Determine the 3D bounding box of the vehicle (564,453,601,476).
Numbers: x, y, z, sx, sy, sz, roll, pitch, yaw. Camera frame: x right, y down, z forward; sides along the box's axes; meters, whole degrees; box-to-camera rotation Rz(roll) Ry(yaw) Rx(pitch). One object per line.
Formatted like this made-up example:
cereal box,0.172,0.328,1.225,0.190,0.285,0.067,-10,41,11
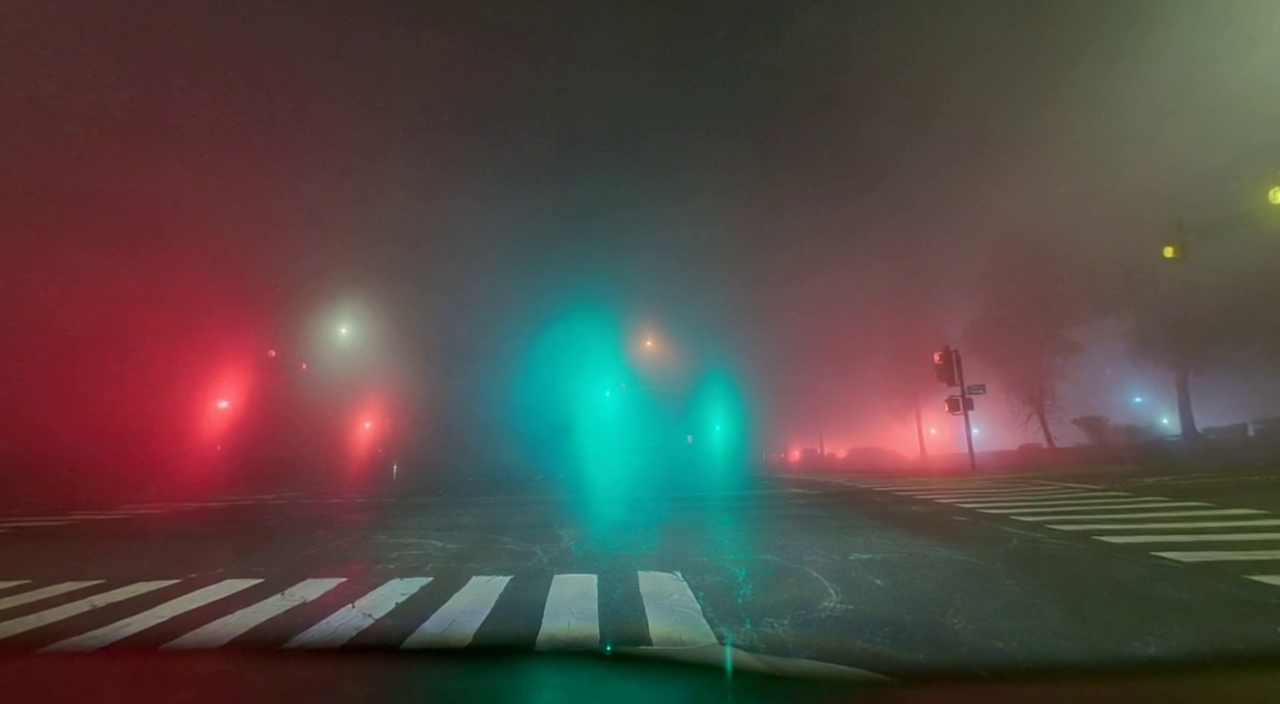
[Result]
vehicle,-4.467,8.844,49.854,2.030,1.704,4.205,-1,-8,7
